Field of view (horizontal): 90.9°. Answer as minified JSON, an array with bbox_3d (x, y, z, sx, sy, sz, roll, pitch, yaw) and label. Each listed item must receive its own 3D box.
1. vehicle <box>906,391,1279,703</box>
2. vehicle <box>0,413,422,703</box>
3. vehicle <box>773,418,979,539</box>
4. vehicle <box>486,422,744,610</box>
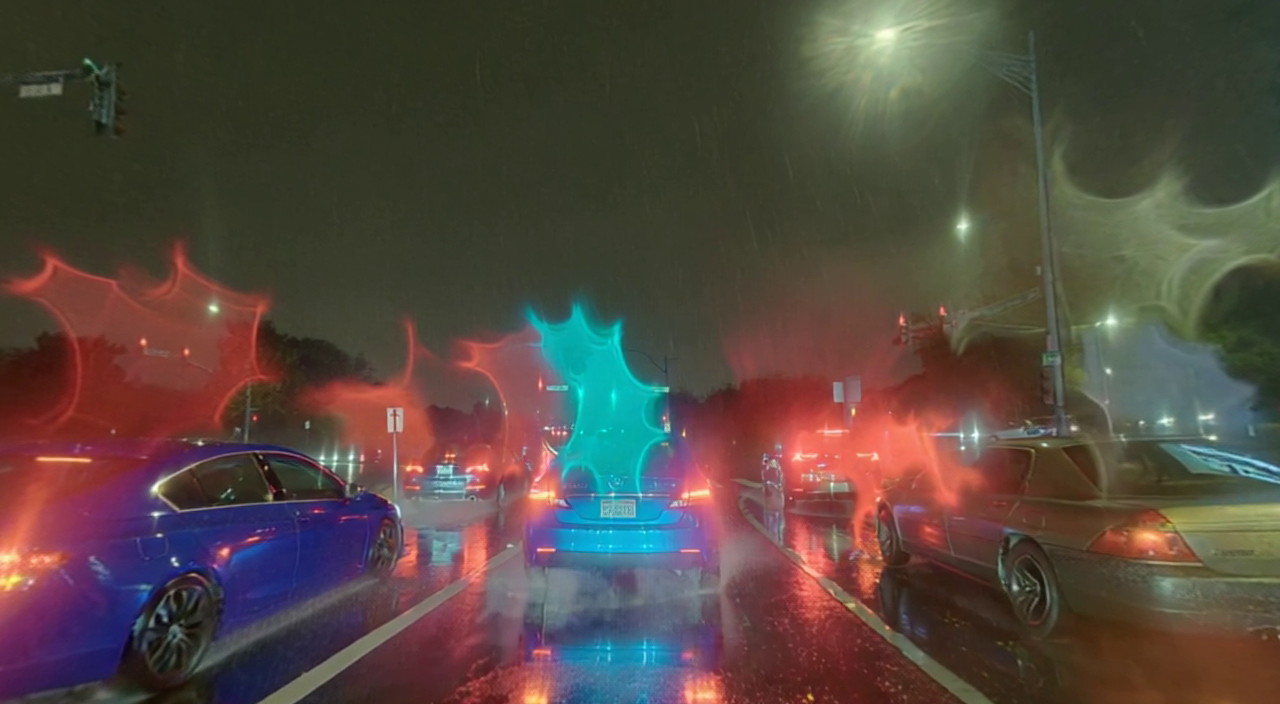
[{"bbox_3d":[3.407,1.067,3.495,1.981,1.499,4.536,0,-8,2],"label":"vehicle"},{"bbox_3d":[-3.415,1.299,4.716,1.980,1.454,4.226,0,-8,1],"label":"vehicle"},{"bbox_3d":[3.771,2.094,11.021,2.007,1.683,4.171,0,-8,1],"label":"vehicle"},{"bbox_3d":[-0.188,1.613,7.107,2.059,1.477,3.988,0,-8,0],"label":"vehicle"}]
